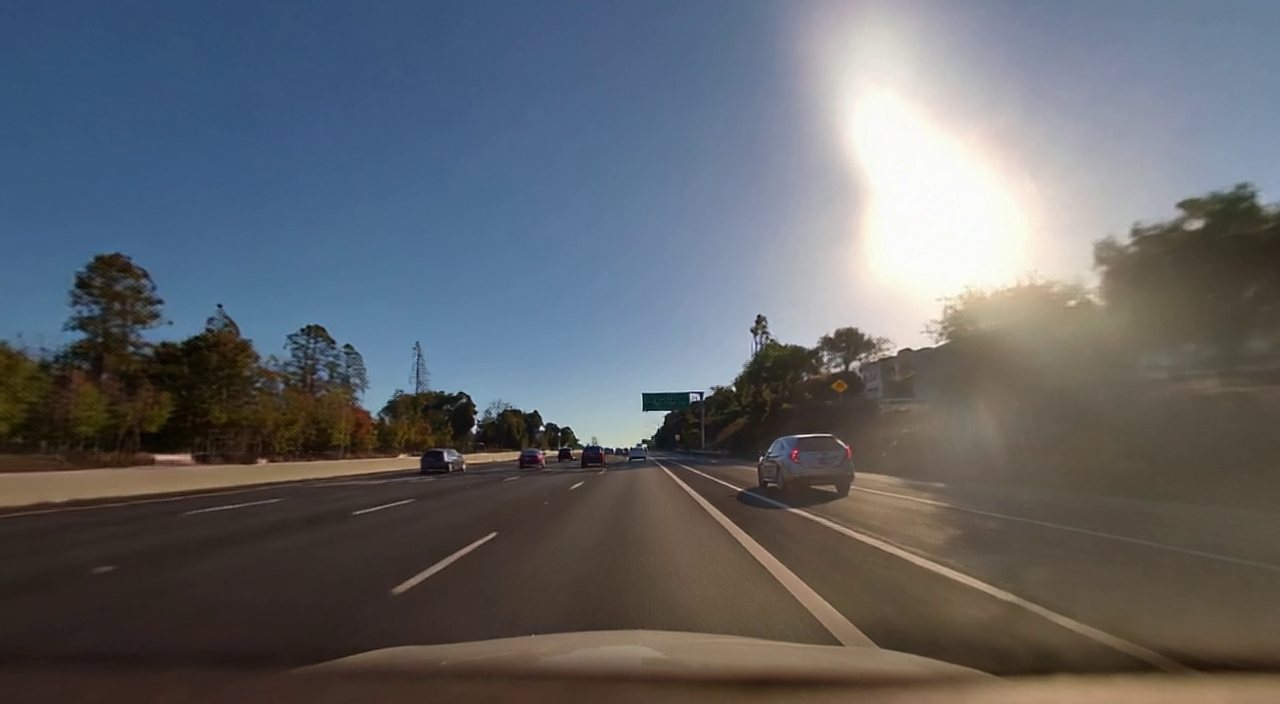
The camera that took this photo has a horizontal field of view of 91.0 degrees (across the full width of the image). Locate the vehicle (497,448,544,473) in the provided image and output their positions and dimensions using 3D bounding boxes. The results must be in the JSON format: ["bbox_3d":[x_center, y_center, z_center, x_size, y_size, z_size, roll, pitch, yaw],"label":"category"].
[{"bbox_3d":[-7.561,6.884,40.284,2.071,1.486,4.703,0,-9,0],"label":"vehicle"}]

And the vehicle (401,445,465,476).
[{"bbox_3d":[-11.605,6.108,35.645,2.107,1.628,4.446,0,-9,0],"label":"vehicle"}]

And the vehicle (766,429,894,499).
[{"bbox_3d":[5.494,3.328,19.045,2.259,1.816,4.862,0,-9,-1],"label":"vehicle"}]
